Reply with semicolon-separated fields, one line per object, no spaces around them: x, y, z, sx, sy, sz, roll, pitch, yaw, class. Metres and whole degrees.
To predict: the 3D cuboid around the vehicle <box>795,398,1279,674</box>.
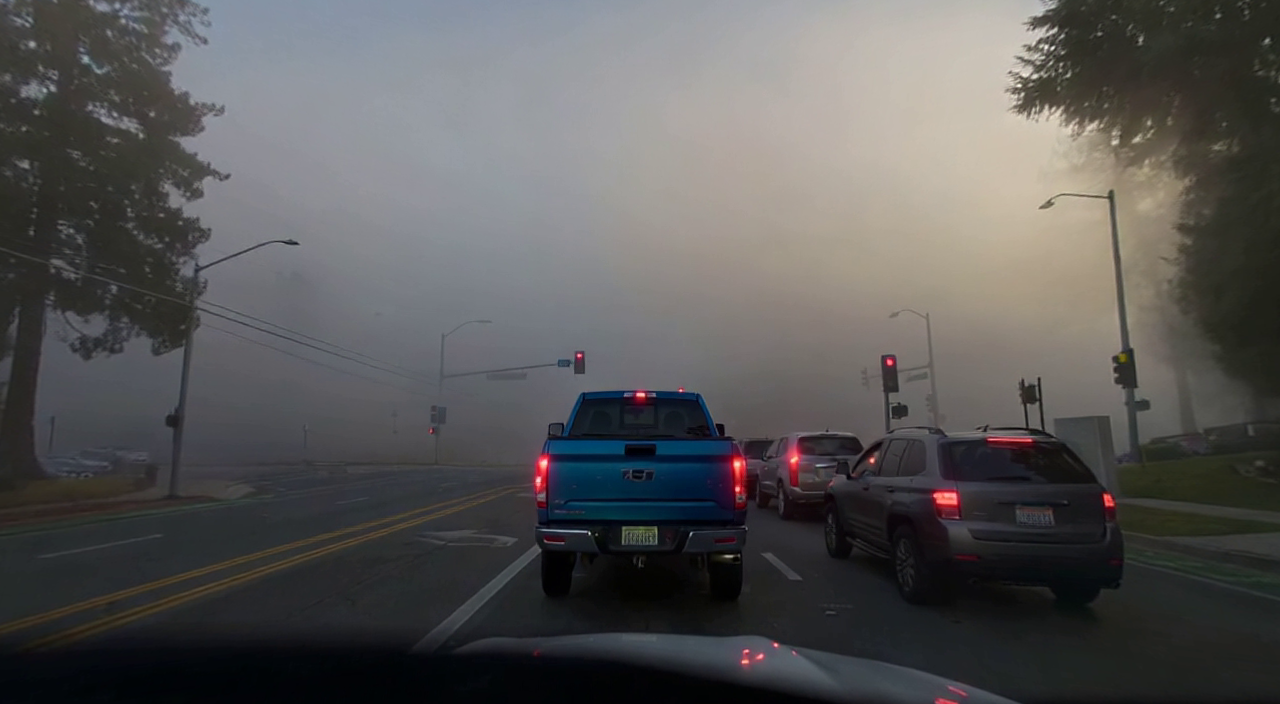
3.331;1.500;6.485;2.155;1.667;5.162;0;-8;0;vehicle

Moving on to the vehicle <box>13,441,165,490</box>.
-21.745;4.459;25.197;2.062;1.764;4.508;0;-8;-2;vehicle

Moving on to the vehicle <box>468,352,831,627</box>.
0.094;1.394;7.408;2.636;2.011;5.425;0;-8;1;vehicle
